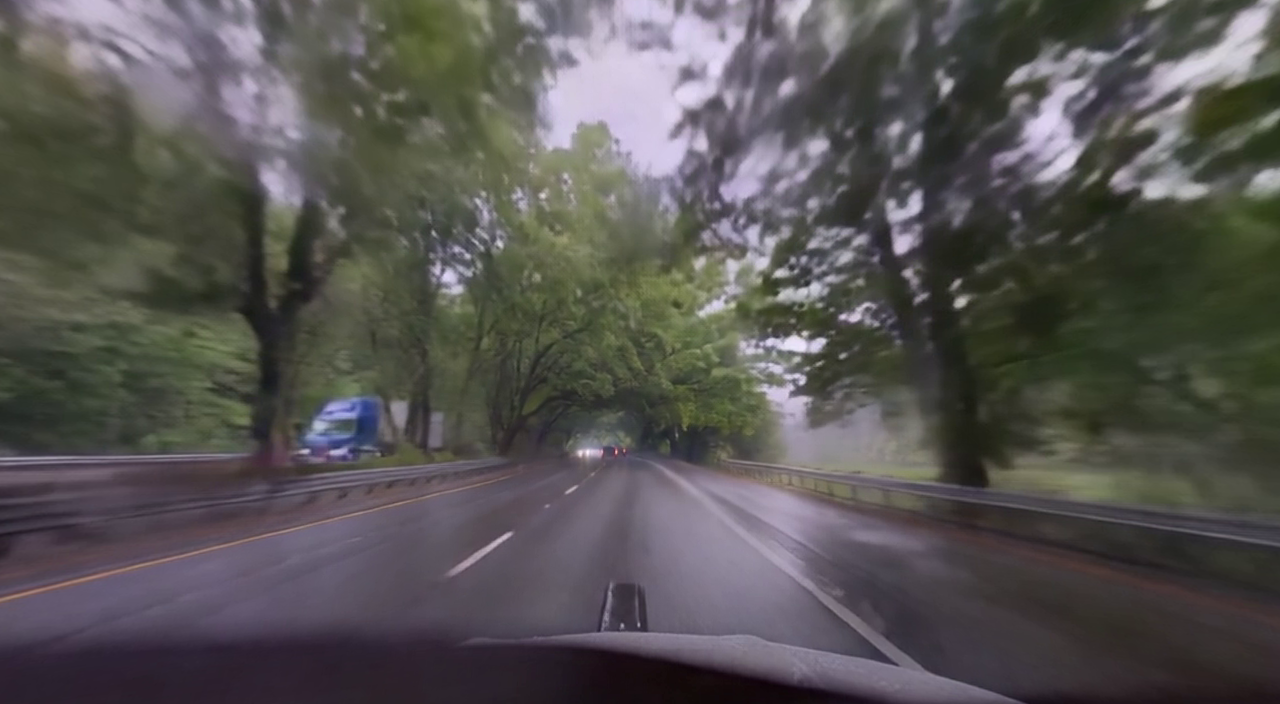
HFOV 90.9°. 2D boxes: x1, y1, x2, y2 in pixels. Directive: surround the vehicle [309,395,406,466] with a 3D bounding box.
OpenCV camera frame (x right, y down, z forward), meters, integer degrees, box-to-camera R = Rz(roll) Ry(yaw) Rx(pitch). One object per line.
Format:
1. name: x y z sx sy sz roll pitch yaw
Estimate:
1. vehicle: -17.005 4.910 38.525 2.992 3.936 6.525 0 -9 -2
